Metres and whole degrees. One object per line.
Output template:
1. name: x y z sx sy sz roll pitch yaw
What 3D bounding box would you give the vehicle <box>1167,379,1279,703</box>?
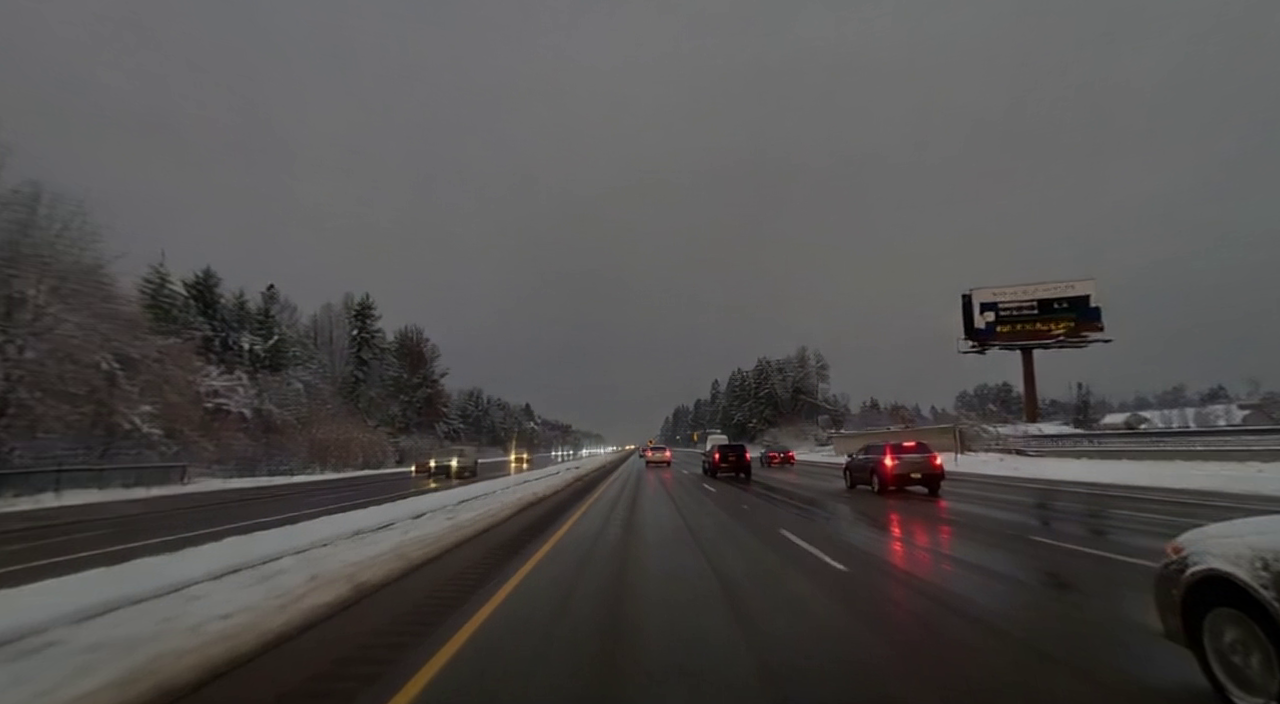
1. vehicle: 3.827 0.681 1.122 1.989 1.609 4.355 0 -8 0

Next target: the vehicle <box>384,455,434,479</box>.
1. vehicle: -17.052 8.494 46.783 1.937 1.606 4.683 -1 -8 1

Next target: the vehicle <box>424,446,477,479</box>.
1. vehicle: -13.123 7.653 43.964 2.014 2.072 5.382 0 -8 0

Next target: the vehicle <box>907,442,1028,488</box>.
1. vehicle: 12.042 4.149 23.643 1.941 1.539 4.834 0 -8 0

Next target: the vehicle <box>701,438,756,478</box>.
1. vehicle: 4.400 5.342 32.077 2.075 1.845 4.667 0 -8 -1

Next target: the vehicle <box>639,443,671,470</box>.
1. vehicle: 1.048 7.445 45.219 2.145 1.832 4.004 0 -8 0

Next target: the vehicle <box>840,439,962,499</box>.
1. vehicle: 7.620 3.417 18.961 1.807 1.558 4.352 0 -8 0
